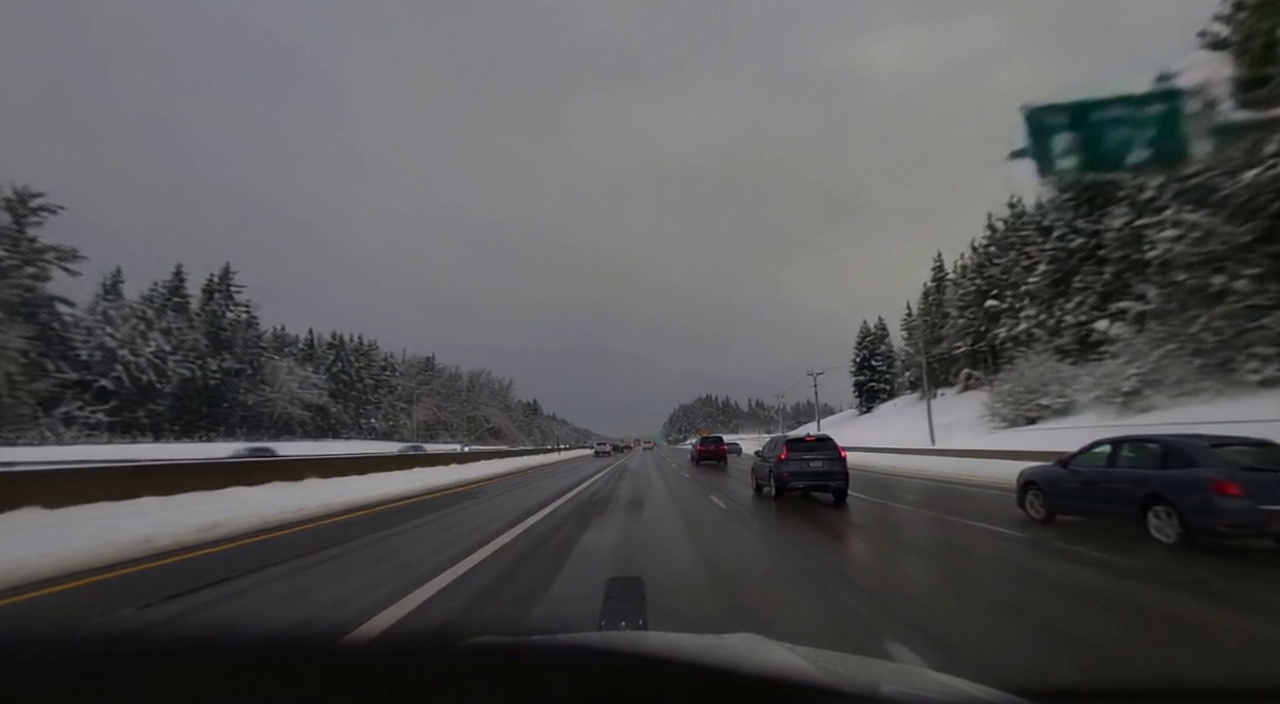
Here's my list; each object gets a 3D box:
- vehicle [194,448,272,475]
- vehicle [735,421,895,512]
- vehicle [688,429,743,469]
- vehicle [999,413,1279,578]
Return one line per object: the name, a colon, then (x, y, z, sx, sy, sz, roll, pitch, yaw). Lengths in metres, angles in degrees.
vehicle: (-22.418, 6.031, 34.935, 1.727, 1.388, 3.769, 0, -8, 1)
vehicle: (3.506, 2.396, 13.692, 2.146, 1.639, 4.475, 0, -8, 0)
vehicle: (4.087, 5.399, 35.340, 2.442, 2.022, 5.466, 0, -8, 0)
vehicle: (6.979, 1.645, 8.020, 1.988, 1.518, 4.856, 0, -8, 0)
